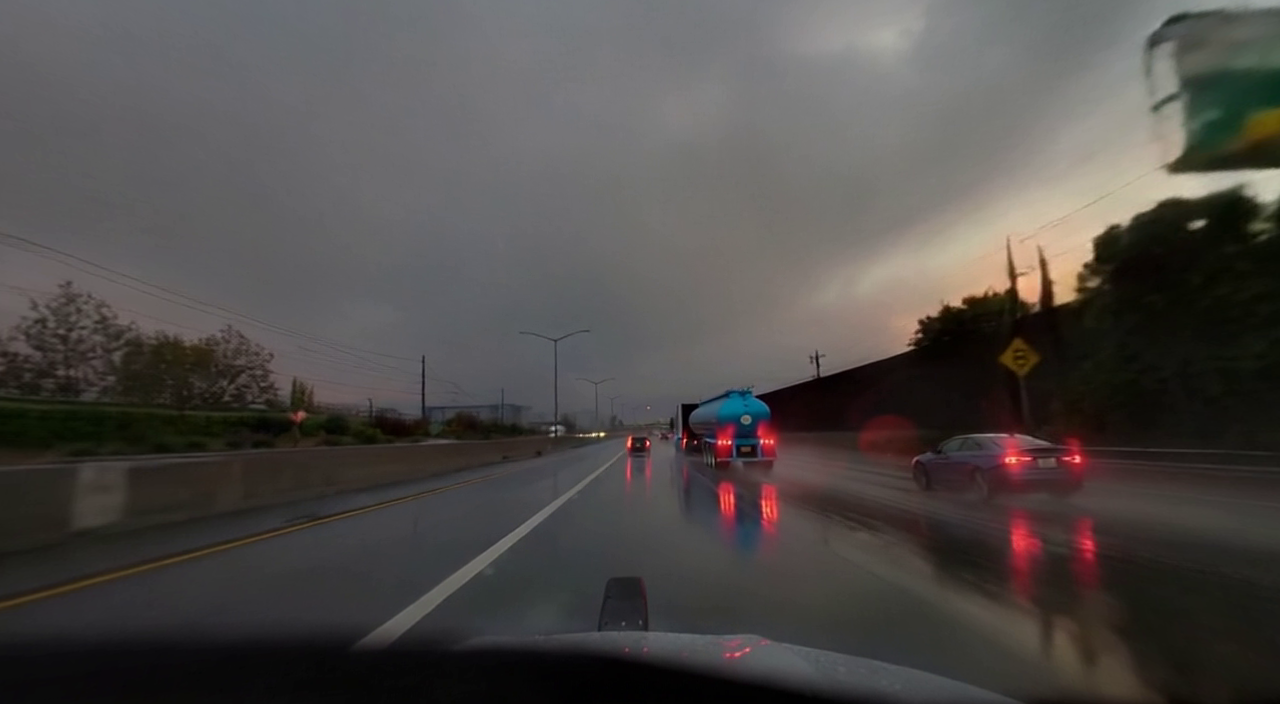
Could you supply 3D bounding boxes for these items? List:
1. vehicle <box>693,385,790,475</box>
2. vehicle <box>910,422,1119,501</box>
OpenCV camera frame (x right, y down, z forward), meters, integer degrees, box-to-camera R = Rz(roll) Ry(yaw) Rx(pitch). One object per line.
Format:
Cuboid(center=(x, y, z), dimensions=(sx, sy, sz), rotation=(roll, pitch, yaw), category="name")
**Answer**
Cuboid(center=(3.940, 3.350, 26.471), dimensions=(2.791, 3.179, 8.074), rotation=(0, -8, 1), category="vehicle")
Cuboid(center=(8.110, 2.422, 14.319), dimensions=(1.905, 1.480, 4.624), rotation=(0, -8, 0), category="vehicle")
